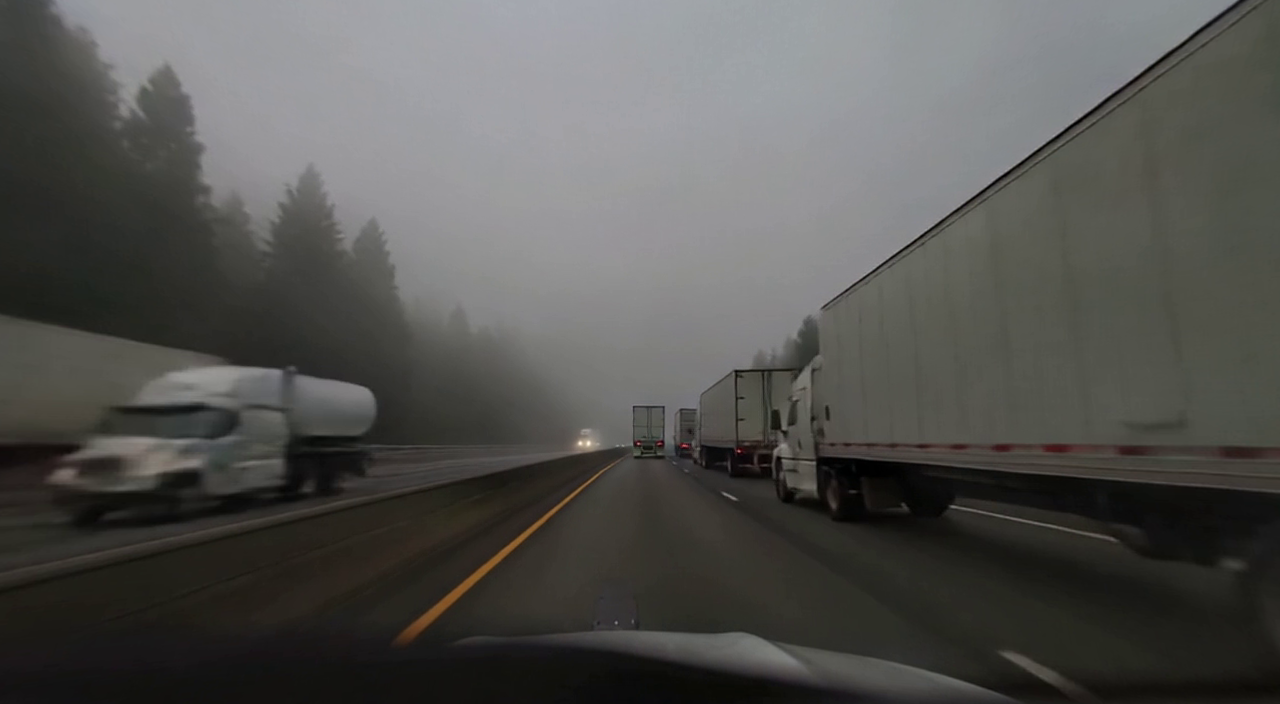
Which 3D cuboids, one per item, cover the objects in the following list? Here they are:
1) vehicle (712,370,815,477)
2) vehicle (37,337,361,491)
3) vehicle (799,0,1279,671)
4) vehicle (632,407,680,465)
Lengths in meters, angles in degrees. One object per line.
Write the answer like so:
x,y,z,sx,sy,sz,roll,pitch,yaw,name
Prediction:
5.045,3.247,27.619,2.843,3.940,8.349,-1,-8,0,vehicle
-8.780,1.469,13.722,2.515,2.577,6.183,-1,-8,0,vehicle
5.056,0.351,7.511,2.749,4.051,12.981,0,-8,-1,vehicle
0.980,5.256,39.167,2.644,3.247,7.454,-1,-8,1,vehicle
